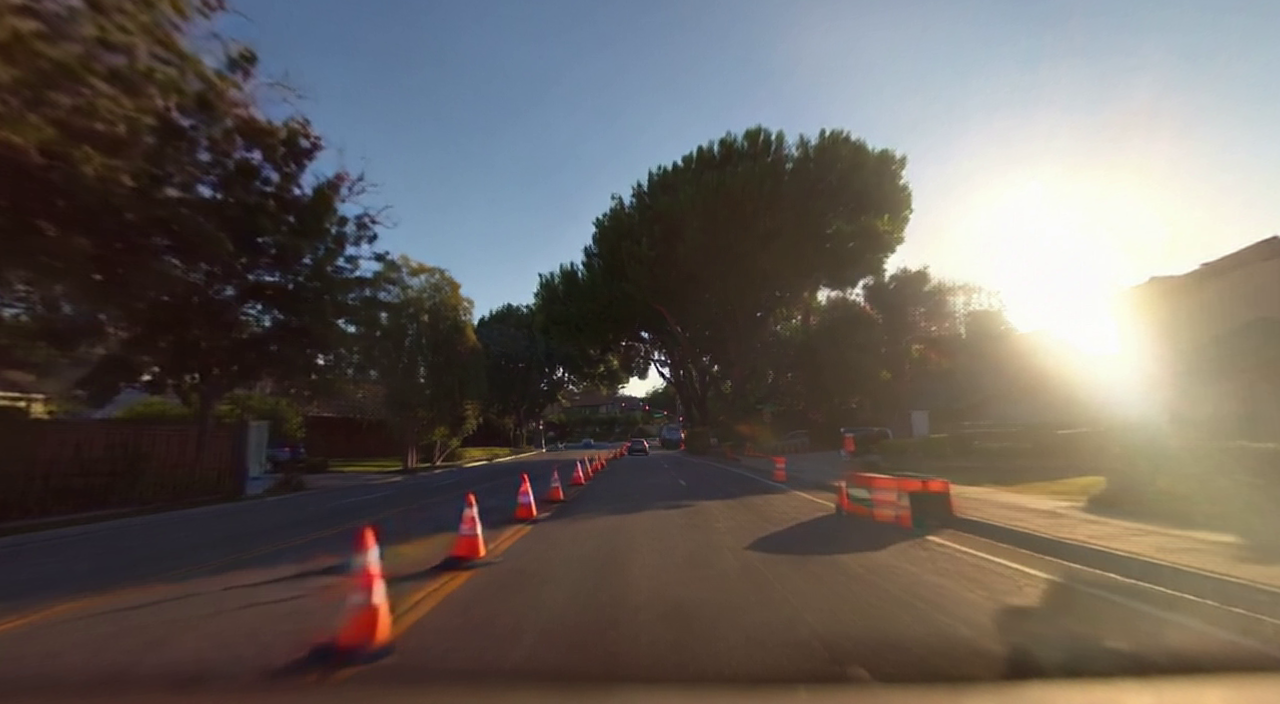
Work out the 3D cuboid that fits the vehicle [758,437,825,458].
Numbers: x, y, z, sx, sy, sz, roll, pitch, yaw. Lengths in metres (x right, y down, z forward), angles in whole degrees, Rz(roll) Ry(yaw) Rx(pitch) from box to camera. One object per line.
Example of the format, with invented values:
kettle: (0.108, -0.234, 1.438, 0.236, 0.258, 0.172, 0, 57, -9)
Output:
vehicle: (10.964, 6.963, 45.874, 4.463, 1.466, 1.813, -1, -9, 5)
